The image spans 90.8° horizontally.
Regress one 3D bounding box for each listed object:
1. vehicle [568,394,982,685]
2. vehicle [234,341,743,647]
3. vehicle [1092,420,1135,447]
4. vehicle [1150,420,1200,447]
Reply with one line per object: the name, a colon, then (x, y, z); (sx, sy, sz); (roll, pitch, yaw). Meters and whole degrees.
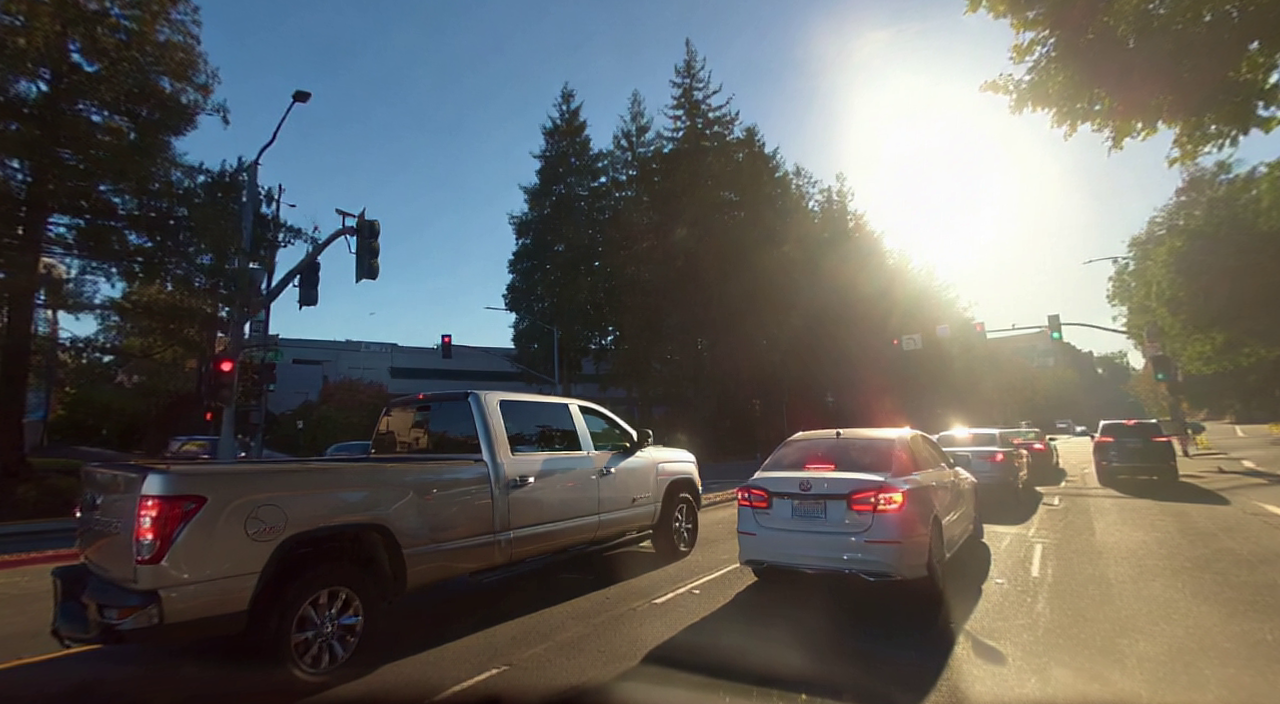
vehicle: (1.702, 1.378, 5.985); (2.027, 1.549, 4.801); (-6, -10, 35)
vehicle: (-0.885, 1.399, 7.464); (2.272, 2.016, 6.146); (-4, -9, 27)
vehicle: (32.743, 5.680, 43.751); (2.160, 1.790, 4.303); (-6, -10, 35)
vehicle: (35.713, 5.488, 42.225); (2.183, 1.714, 4.491); (-6, -11, 37)
